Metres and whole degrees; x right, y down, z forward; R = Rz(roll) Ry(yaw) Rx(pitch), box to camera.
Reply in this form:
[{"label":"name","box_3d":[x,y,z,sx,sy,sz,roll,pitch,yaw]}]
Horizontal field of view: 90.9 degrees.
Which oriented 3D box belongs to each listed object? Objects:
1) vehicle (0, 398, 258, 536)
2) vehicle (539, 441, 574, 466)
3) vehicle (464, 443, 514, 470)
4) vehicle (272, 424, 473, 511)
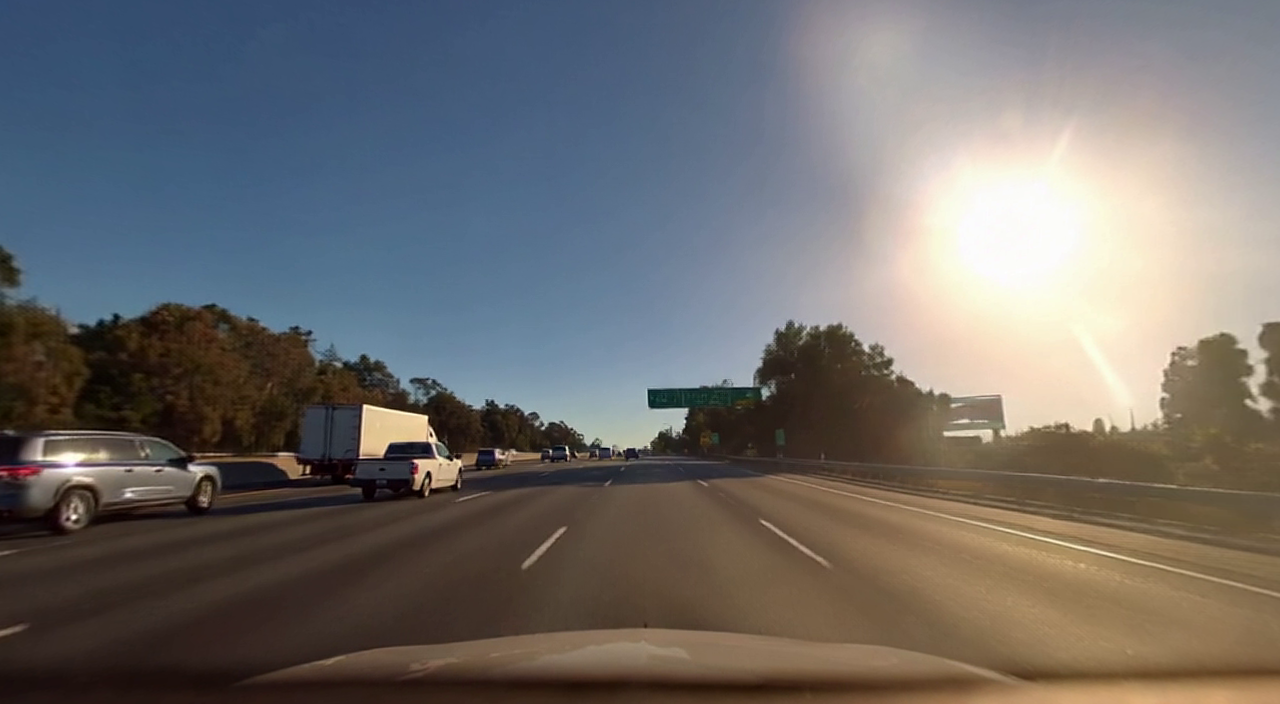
[{"label":"vehicle","box_3d":[-10.332,2.047,11.772,2.576,1.922,6.067,0,-8,0]},{"label":"vehicle","box_3d":[-6.156,7.528,46.948,2.009,1.735,4.358,0,-8,0]},{"label":"vehicle","box_3d":[-9.693,6.723,40.867,2.060,1.662,4.469,0,-8,2]},{"label":"vehicle","box_3d":[-6.381,2.856,16.264,2.403,1.773,6.276,0,-8,1]}]
